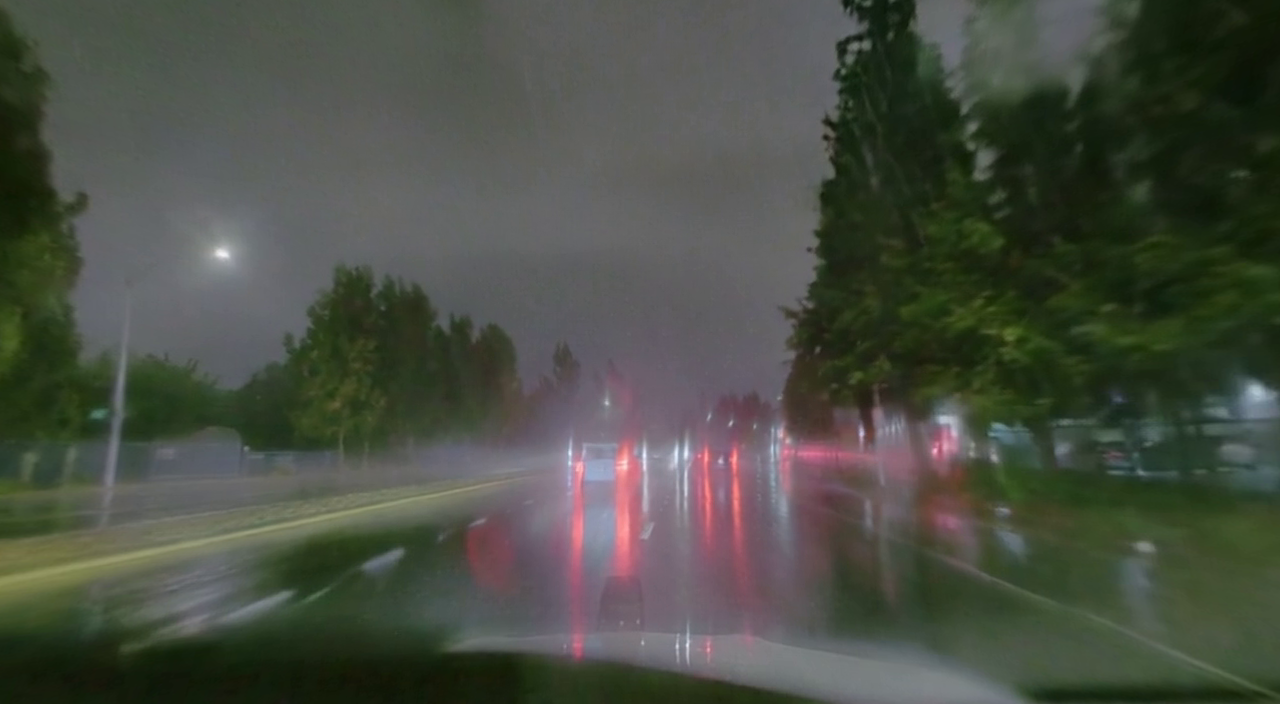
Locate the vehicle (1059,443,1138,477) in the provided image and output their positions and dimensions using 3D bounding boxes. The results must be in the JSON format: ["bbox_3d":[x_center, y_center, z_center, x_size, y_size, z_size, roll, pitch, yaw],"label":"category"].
[{"bbox_3d":[21.458,4.996,29.506,4.404,1.469,1.947,8,-11,-41],"label":"vehicle"}]

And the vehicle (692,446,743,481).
[{"bbox_3d":[3.541,5.123,29.312,2.147,1.474,4.083,-1,-9,6],"label":"vehicle"}]

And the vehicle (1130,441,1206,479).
[{"bbox_3d":[23.442,4.750,27.984,2.039,1.440,4.655,-13,-14,43],"label":"vehicle"}]

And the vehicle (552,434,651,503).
[{"bbox_3d":[-0.919,3.257,18.096,2.105,1.676,4.541,-1,-9,6],"label":"vehicle"}]

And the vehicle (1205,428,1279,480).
[{"bbox_3d":[24.852,4.168,25.806,2.122,1.848,4.881,-14,-15,43],"label":"vehicle"}]
